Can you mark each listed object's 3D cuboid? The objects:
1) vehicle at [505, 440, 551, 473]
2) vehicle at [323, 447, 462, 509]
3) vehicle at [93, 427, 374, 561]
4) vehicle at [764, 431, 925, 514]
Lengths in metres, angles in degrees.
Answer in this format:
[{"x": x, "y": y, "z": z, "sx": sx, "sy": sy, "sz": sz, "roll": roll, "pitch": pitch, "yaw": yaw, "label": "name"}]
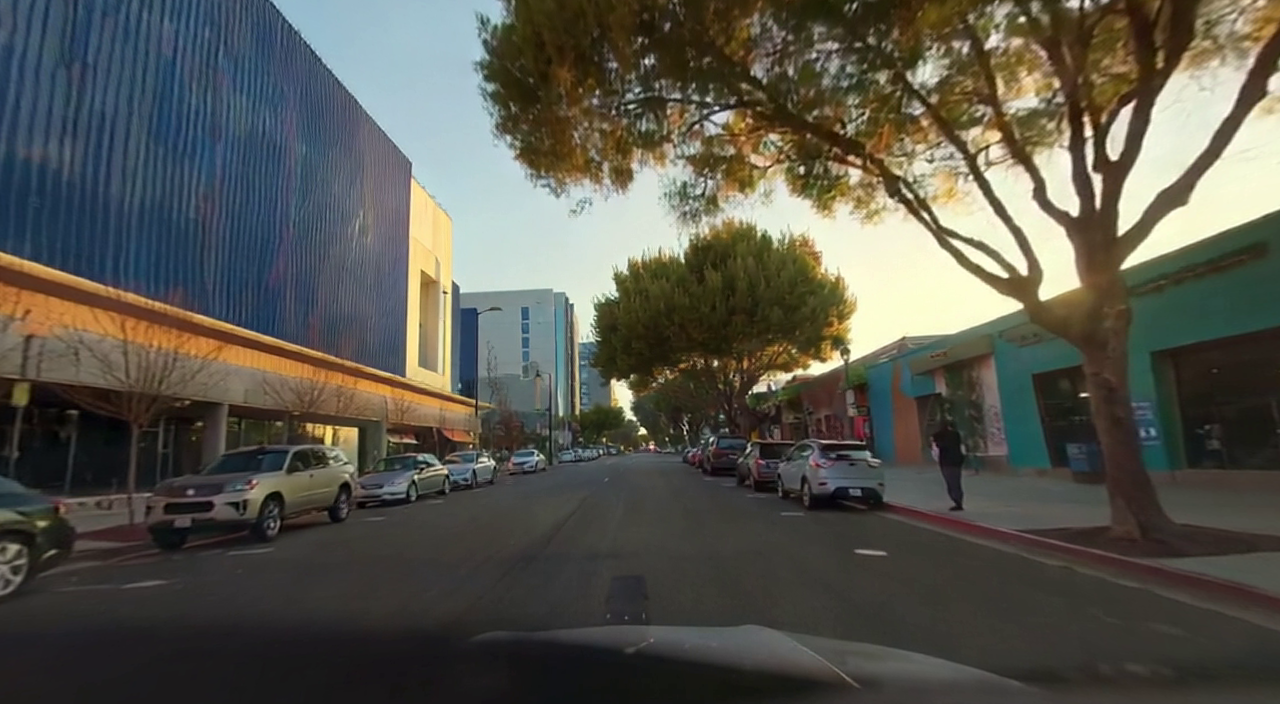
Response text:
[{"x": -6.735, "y": 6.349, "z": 38.288, "sx": 1.996, "sy": 1.770, "sz": 5.518, "roll": -1, "pitch": -10, "yaw": -2, "label": "vehicle"}, {"x": -7.023, "y": 3.590, "z": 18.565, "sx": 2.001, "sy": 1.502, "sz": 4.851, "roll": -1, "pitch": -8, "yaw": 2, "label": "vehicle"}, {"x": -7.022, "y": 2.406, "z": 11.769, "sx": 2.238, "sy": 1.891, "sz": 4.780, "roll": -1, "pitch": -7, "yaw": -3, "label": "vehicle"}, {"x": 4.261, "y": 2.600, "z": 14.126, "sx": 1.973, "sy": 1.494, "sz": 4.867, "roll": 0, "pitch": -9, "yaw": 0, "label": "vehicle"}]
